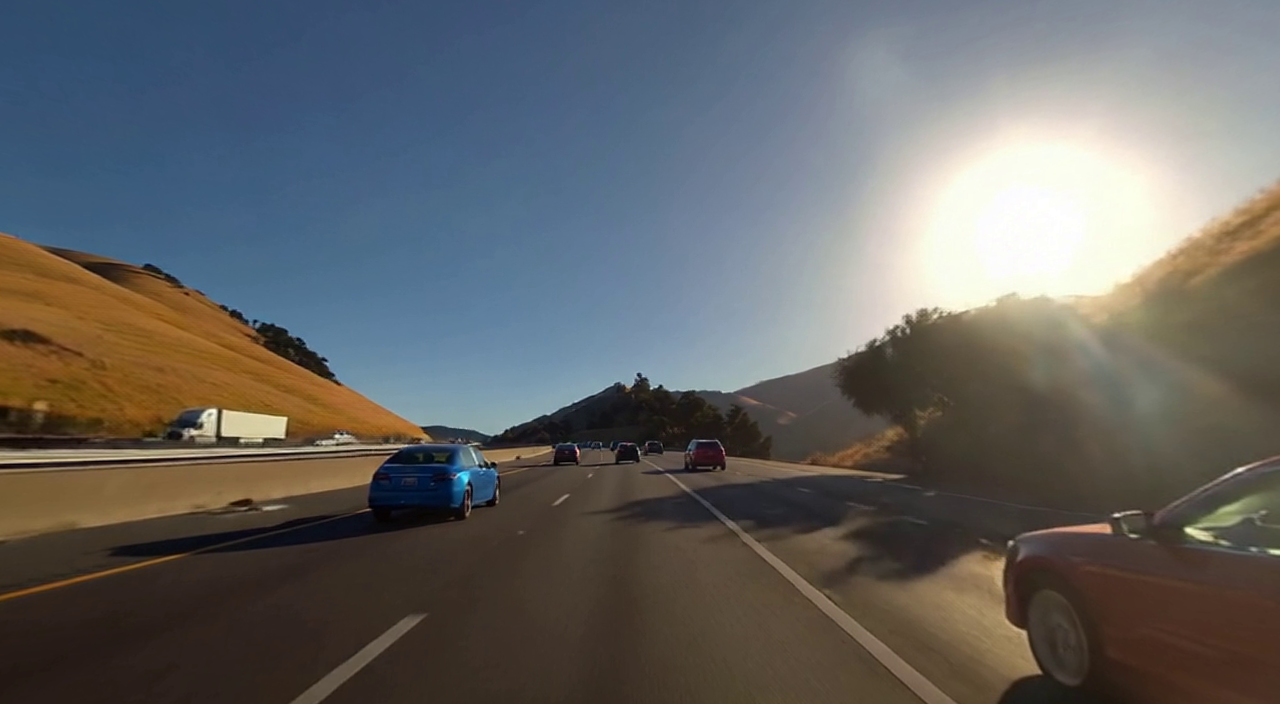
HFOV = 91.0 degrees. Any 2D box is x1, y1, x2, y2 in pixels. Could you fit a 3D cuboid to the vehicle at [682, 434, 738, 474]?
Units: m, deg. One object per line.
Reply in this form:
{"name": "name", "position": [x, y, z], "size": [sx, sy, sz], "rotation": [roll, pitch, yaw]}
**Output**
{"name": "vehicle", "position": [3.385, 5.067, 31.439], "size": [2.222, 1.820, 4.733], "rotation": [0, -9, -1]}

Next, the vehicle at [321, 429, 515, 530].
{"name": "vehicle", "position": [-3.779, 2.247, 11.668], "size": [1.993, 1.500, 4.248], "rotation": [0, -9, 1]}

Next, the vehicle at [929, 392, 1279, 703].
{"name": "vehicle", "position": [3.368, 0.956, 2.543], "size": [2.136, 1.511, 4.706], "rotation": [0, -9, 0]}

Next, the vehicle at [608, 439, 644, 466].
{"name": "vehicle", "position": [-0.841, 6.199, 38.942], "size": [2.147, 1.572, 4.094], "rotation": [0, -9, -1]}

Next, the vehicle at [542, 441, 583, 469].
{"name": "vehicle", "position": [-4.219, 5.665, 34.738], "size": [1.796, 1.464, 3.839], "rotation": [0, -9, -1]}
